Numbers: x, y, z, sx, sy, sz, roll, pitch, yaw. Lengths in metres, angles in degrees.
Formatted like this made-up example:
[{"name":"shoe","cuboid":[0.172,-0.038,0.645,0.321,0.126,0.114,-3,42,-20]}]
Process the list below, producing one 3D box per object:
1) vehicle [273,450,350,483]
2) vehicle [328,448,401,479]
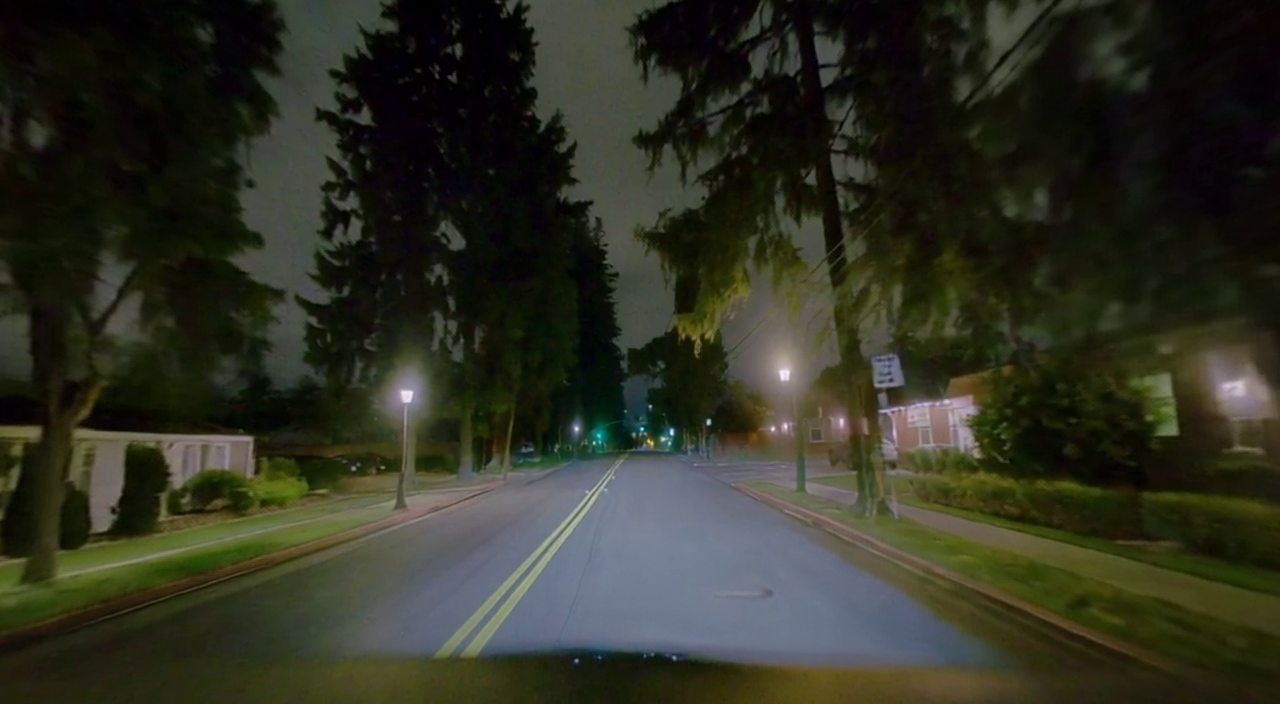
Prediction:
[{"name":"vehicle","cuboid":[-17.707,6.148,34.221,1.903,1.500,4.214,-1,-7,1]},{"name":"vehicle","cuboid":[-14.837,6.022,34.276,1.830,1.495,4.641,0,-8,1]}]
